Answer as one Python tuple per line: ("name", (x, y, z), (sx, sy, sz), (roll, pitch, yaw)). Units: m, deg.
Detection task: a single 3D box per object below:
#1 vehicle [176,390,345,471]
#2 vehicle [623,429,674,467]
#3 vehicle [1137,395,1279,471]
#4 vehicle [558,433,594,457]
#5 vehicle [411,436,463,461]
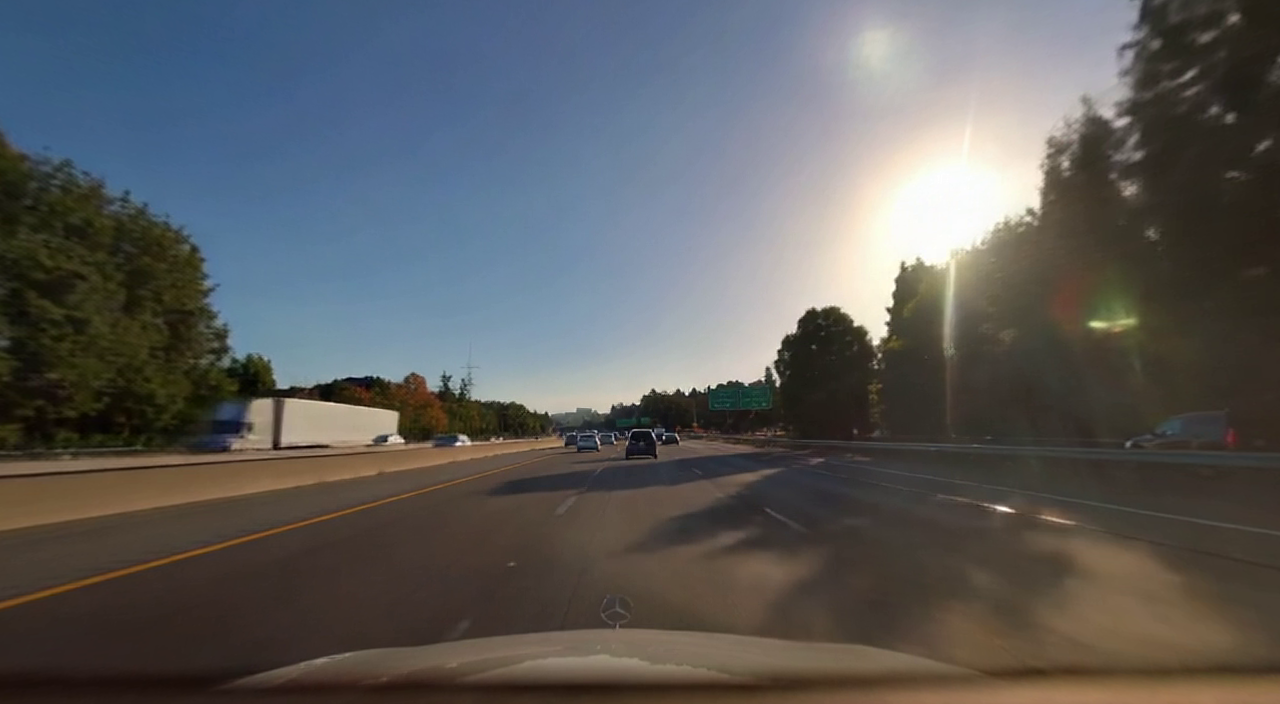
("vehicle", (-20.110, 4.375, 34.611), (2.981, 3.787, 10.363), (0, -8, -1))
("vehicle", (0.310, 4.312, 28.489), (2.086, 1.554, 3.875), (0, -8, -2))
("vehicle", (22.475, 3.093, 23.868), (2.232, 2.540, 6.015), (0, -8, -1))
("vehicle", (-4.195, 6.144, 41.856), (2.014, 1.471, 4.380), (0, -8, -1))
("vehicle", (-12.463, 5.929, 38.963), (1.993, 1.479, 3.872), (0, -8, -1))
